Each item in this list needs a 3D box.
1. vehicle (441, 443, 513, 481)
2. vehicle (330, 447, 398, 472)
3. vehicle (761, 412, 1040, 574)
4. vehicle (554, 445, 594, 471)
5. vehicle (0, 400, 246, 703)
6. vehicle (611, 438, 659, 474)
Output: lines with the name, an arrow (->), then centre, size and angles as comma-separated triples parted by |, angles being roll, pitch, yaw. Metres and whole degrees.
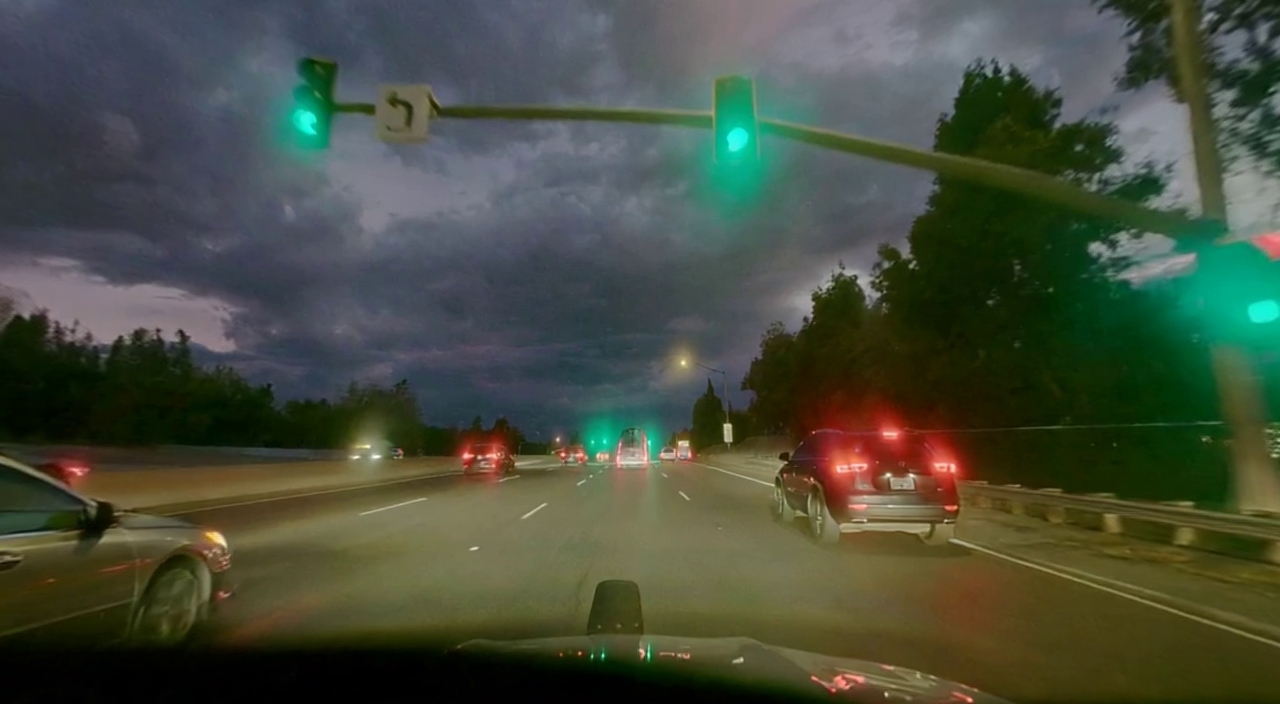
vehicle -> -6.959, 4.707, 27.397 | 1.980, 1.519, 4.147 | 0, -8, 0
vehicle -> -17.070, 6.651, 39.328 | 2.045, 1.482, 4.665 | 0, -8, 1
vehicle -> 3.233, 1.852, 9.111 | 2.029, 1.716, 4.545 | 0, -8, -1
vehicle -> -3.921, 6.369, 38.112 | 1.968, 1.473, 4.209 | 0, -8, 0
vehicle -> -3.451, 0.795, 1.325 | 2.130, 1.514, 4.766 | 0, -8, 1
vehicle -> -0.266, 5.526, 33.833 | 2.408, 1.748, 4.217 | 0, -8, -1
